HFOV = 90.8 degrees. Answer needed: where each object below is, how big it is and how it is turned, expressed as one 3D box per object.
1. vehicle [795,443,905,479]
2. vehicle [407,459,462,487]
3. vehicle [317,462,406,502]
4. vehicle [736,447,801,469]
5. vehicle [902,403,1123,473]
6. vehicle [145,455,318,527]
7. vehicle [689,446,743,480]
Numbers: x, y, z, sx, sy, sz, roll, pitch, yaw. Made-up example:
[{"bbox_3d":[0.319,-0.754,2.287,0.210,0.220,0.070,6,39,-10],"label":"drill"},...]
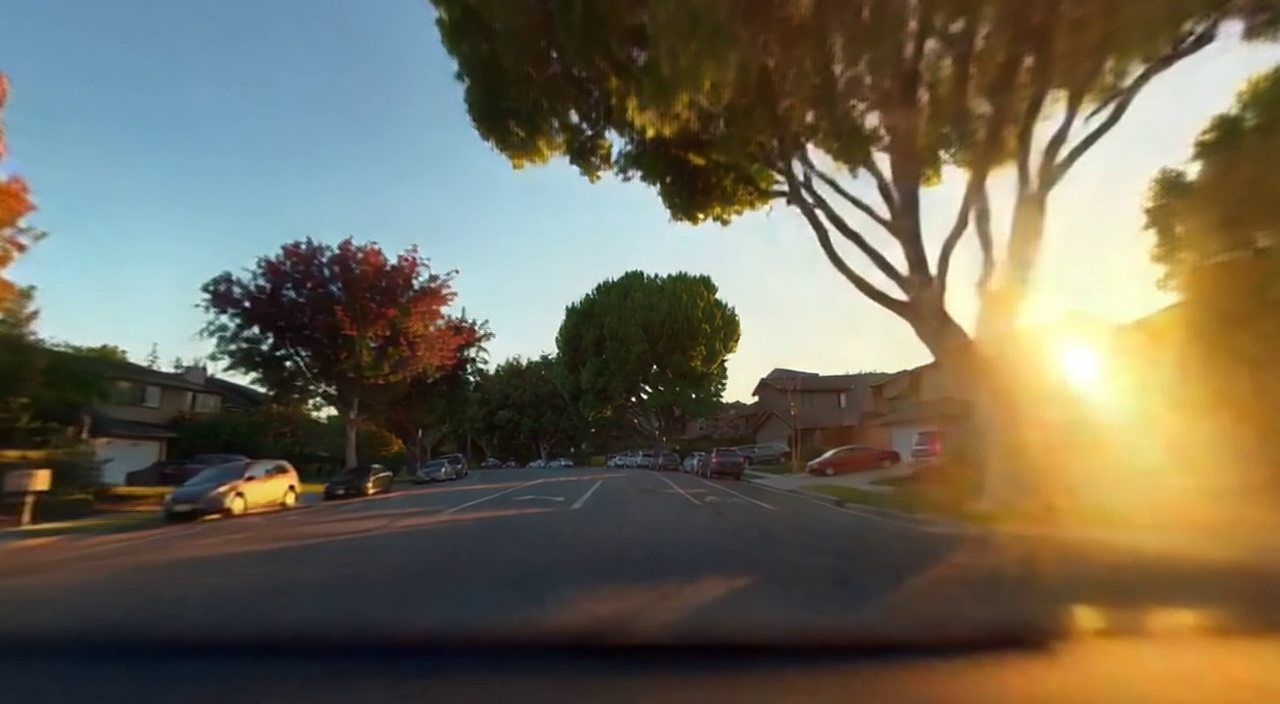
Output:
[{"bbox_3d":[10.082,5.249,30.522,4.512,1.477,1.927,-2,-9,-4],"label":"vehicle"},{"bbox_3d":[-12.269,7.224,38.093,2.012,1.478,4.661,1,-9,-4],"label":"vehicle"},{"bbox_3d":[-11.643,5.455,26.760,1.948,1.410,4.361,1,-9,-3],"label":"vehicle"},{"bbox_3d":[9.173,7.598,45.421,4.158,1.521,1.921,1,-9,-6],"label":"vehicle"},{"bbox_3d":[12.785,3.115,22.037,6.244,2.050,2.209,-9,-13,37],"label":"vehicle"},{"bbox_3d":[-11.591,3.911,18.416,2.037,1.755,4.434,0,-9,0],"label":"vehicle"},{"bbox_3d":[4.186,6.192,35.703,2.184,1.770,4.651,1,-9,-4],"label":"vehicle"}]
